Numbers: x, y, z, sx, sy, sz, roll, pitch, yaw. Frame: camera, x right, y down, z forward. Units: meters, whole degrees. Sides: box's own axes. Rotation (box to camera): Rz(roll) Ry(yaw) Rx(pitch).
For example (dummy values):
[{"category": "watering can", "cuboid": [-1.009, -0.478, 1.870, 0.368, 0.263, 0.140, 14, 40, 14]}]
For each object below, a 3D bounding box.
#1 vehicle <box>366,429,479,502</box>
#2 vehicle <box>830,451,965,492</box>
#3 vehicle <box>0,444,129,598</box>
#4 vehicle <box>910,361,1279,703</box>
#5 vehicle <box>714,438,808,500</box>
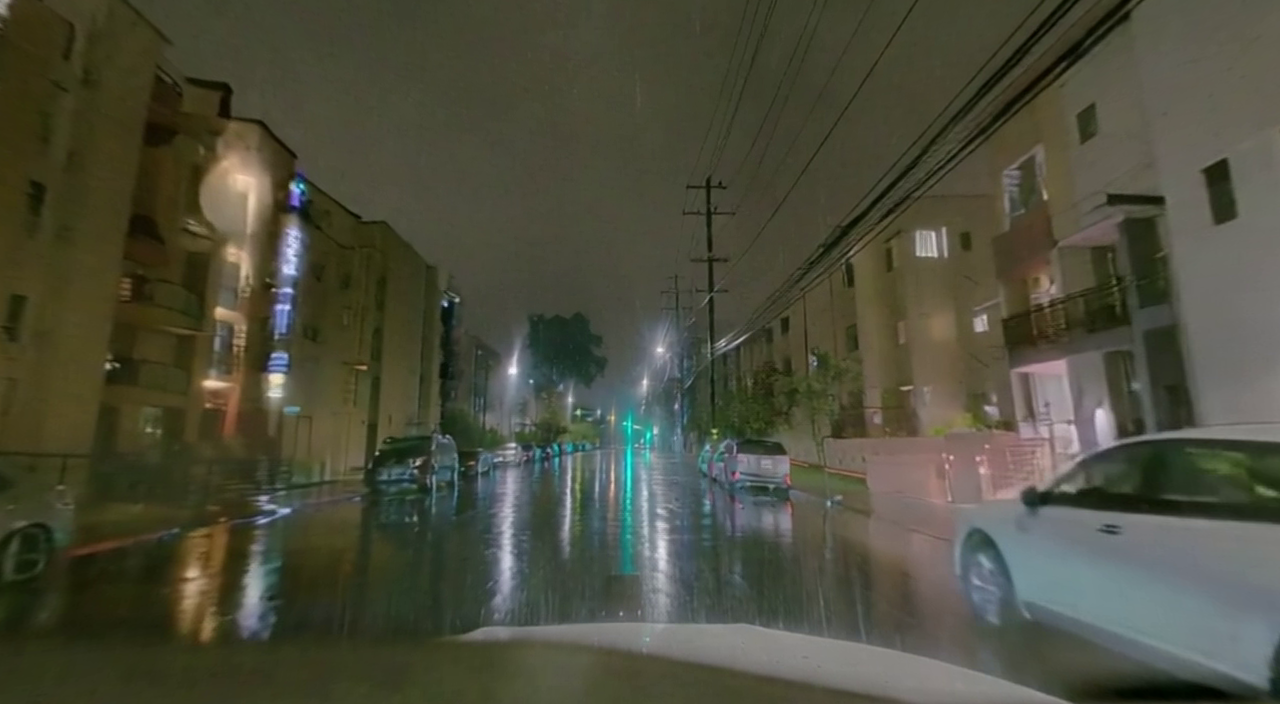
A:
[{"category": "vehicle", "cuboid": [-7.883, 4.098, 23.631, 2.351, 2.251, 5.856, -2, -7, -2]}, {"category": "vehicle", "cuboid": [10.586, 4.901, 26.106, 4.935, 1.549, 2.016, -5, -11, 26]}, {"category": "vehicle", "cuboid": [-7.515, 1.669, 5.563, 2.145, 1.488, 4.646, -3, -7, 1]}, {"category": "vehicle", "cuboid": [3.570, 1.126, 3.736, 1.986, 1.665, 4.606, 1, -10, 1]}, {"category": "vehicle", "cuboid": [3.511, 3.489, 19.202, 1.925, 1.634, 4.419, 0, -9, -1]}]
